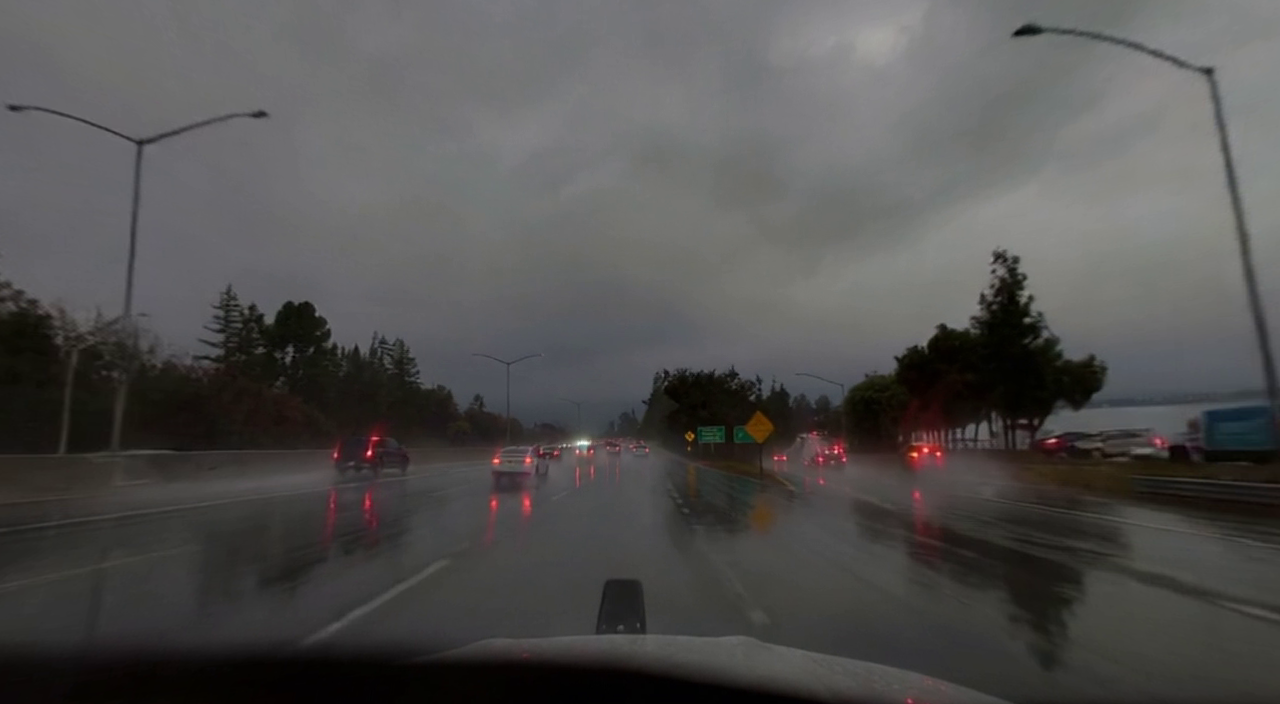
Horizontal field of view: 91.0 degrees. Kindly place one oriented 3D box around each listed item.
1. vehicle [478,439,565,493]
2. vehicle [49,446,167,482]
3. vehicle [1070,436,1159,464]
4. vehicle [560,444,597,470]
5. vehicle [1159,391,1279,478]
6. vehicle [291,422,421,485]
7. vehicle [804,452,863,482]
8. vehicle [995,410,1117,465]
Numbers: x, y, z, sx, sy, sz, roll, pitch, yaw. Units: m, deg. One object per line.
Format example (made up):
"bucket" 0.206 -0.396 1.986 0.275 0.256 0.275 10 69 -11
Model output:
"vehicle" -4.097 4.022 22.588 2.132 1.708 4.571 0 -9 1
"vehicle" -24.063 5.067 28.705 1.923 1.489 3.913 0 -9 0
"vehicle" 30.140 6.263 40.283 2.249 1.641 5.568 -2 -9 11
"vehicle" -4.552 7.811 47.049 2.107 1.787 4.685 0 -9 2
"vehicle" 27.869 3.679 27.722 3.151 3.473 9.484 0 -8 9
"vehicle" -11.126 4.059 25.319 2.442 2.191 5.760 0 -9 1
"vehicle" 10.678 6.361 35.121 2.153 1.510 4.646 -1 -9 5
"vehicle" 31.595 6.676 48.606 3.997 3.685 10.600 -4 -9 12
